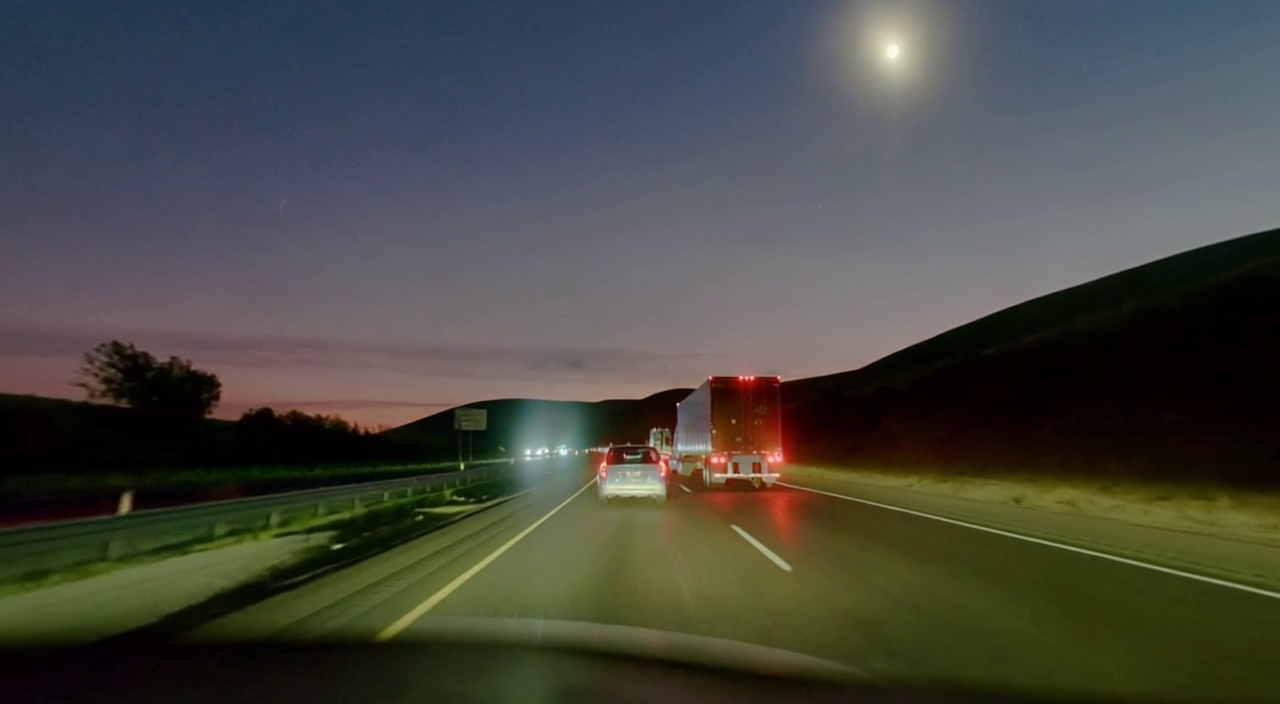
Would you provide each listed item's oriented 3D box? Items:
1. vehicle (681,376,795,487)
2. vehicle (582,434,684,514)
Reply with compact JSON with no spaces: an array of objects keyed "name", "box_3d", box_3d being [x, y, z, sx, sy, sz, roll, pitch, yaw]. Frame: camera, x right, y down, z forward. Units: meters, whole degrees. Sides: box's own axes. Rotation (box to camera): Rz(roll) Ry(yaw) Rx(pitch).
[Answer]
[{"name":"vehicle","box_3d":[4.033,3.937,30.063,2.812,4.024,14.098,0,-9,-1]},{"name":"vehicle","box_3d":[-0.170,2.832,15.067,2.109,1.639,3.768,0,-9,-1]}]
